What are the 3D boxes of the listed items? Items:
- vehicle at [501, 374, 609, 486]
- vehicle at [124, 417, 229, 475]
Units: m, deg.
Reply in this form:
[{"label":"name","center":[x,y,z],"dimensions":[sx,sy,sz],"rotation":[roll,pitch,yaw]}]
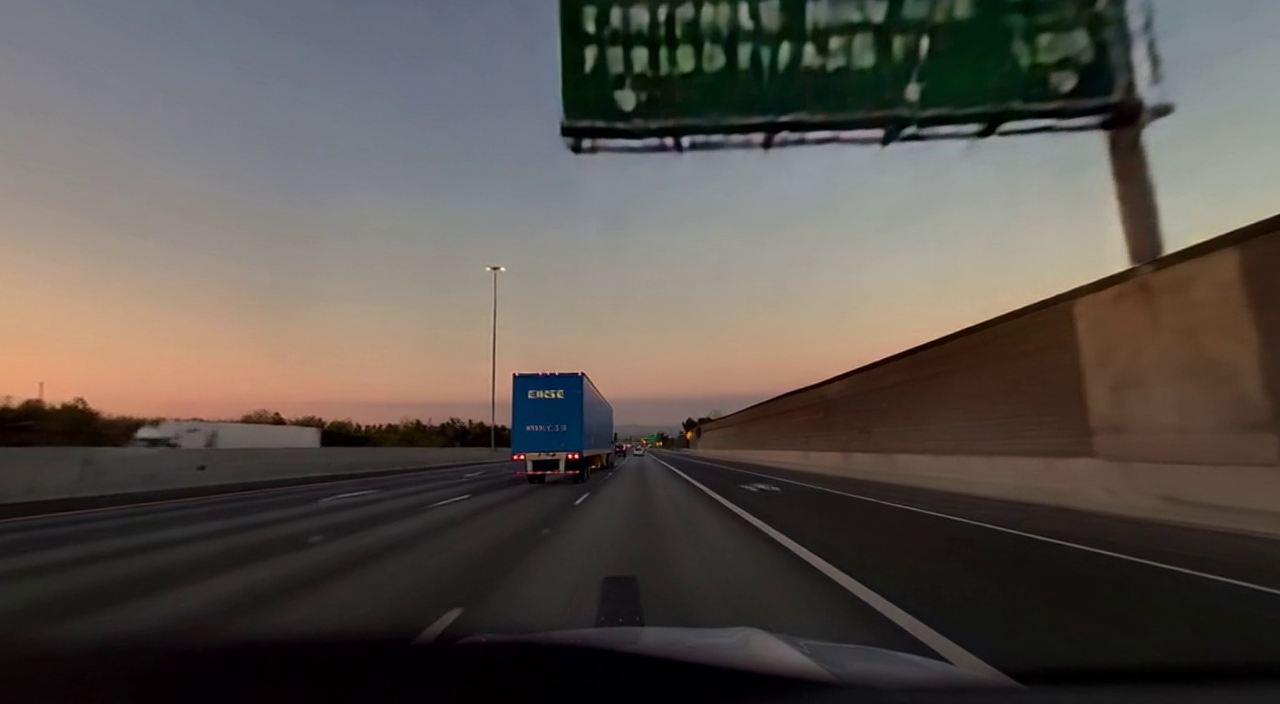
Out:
[{"label":"vehicle","center":[-3.270,3.586,27.936],"dimensions":[3.059,3.956,11.036],"rotation":[0,-9,1]},{"label":"vehicle","center":[-31.576,6.440,43.186],"dimensions":[3.011,3.659,5.141],"rotation":[0,-9,2]}]
